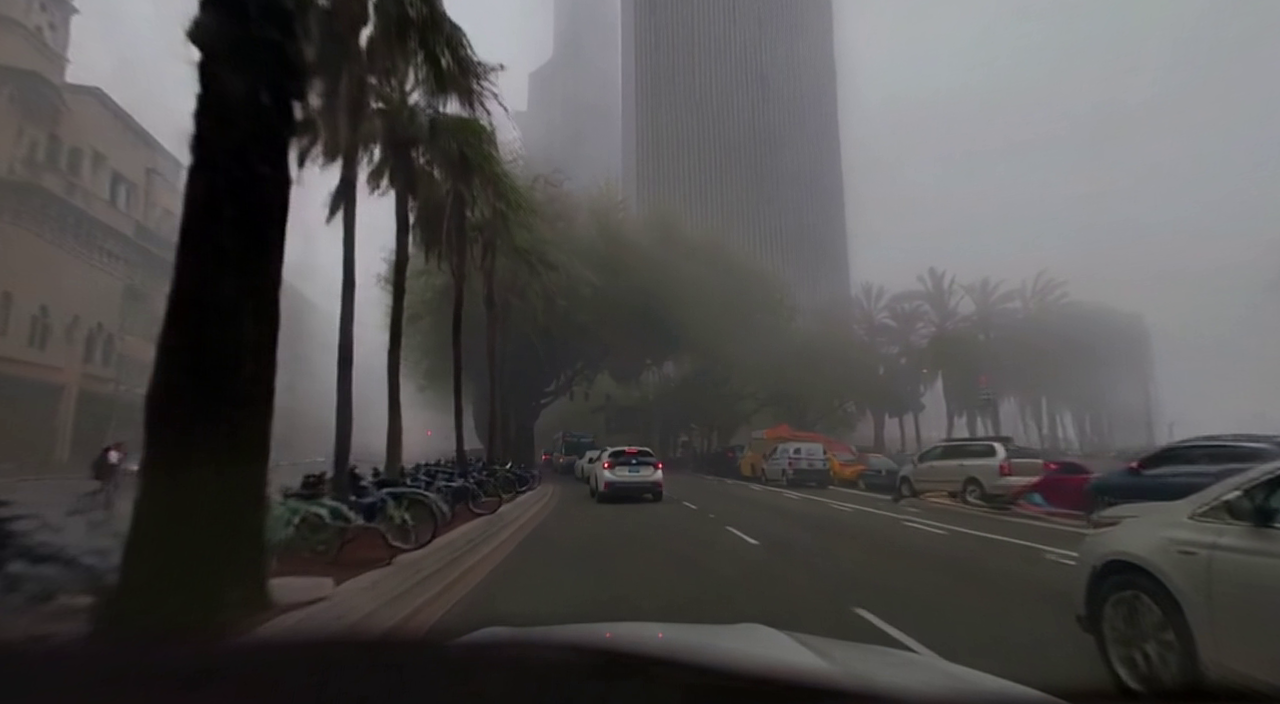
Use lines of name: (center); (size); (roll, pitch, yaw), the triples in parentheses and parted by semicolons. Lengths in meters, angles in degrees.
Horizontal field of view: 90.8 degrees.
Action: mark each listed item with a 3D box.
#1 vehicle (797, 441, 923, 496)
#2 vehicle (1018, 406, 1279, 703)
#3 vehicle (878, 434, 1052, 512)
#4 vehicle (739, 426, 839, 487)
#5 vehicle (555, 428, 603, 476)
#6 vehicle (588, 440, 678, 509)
vehicle: (7.319, 3.911, 21.694); (1.945, 1.623, 5.013); (1, -9, -8)
vehicle: (3.560, 0.843, 1.639); (2.116, 1.500, 4.702); (0, -9, -2)
vehicle: (7.976, 2.985, 16.059); (1.860, 1.684, 4.211); (1, -9, -5)
vehicle: (6.475, 4.621, 28.296); (2.377, 2.429, 5.532); (1, -9, -9)
vehicle: (-4.055, 6.426, 40.757); (2.400, 2.872, 6.053); (2, -9, -12)
vehicle: (-0.317, 3.189, 16.959); (2.111, 1.605, 3.832); (1, -9, -5)
